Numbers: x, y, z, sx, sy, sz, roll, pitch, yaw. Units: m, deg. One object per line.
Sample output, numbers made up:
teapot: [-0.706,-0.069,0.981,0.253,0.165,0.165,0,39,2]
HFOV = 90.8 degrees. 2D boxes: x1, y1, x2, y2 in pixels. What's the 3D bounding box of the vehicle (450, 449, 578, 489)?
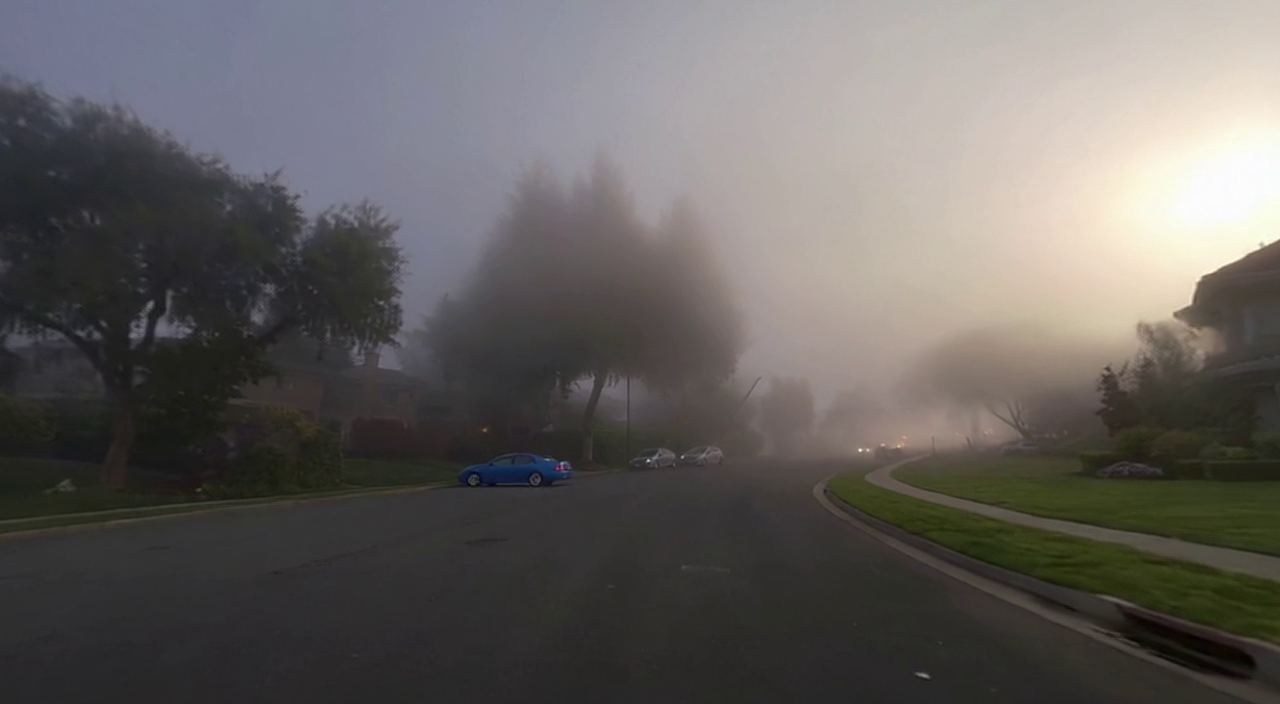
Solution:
vehicle: [-5.046,4.670,25.551,4.653,1.480,1.871,-2,-9,12]
